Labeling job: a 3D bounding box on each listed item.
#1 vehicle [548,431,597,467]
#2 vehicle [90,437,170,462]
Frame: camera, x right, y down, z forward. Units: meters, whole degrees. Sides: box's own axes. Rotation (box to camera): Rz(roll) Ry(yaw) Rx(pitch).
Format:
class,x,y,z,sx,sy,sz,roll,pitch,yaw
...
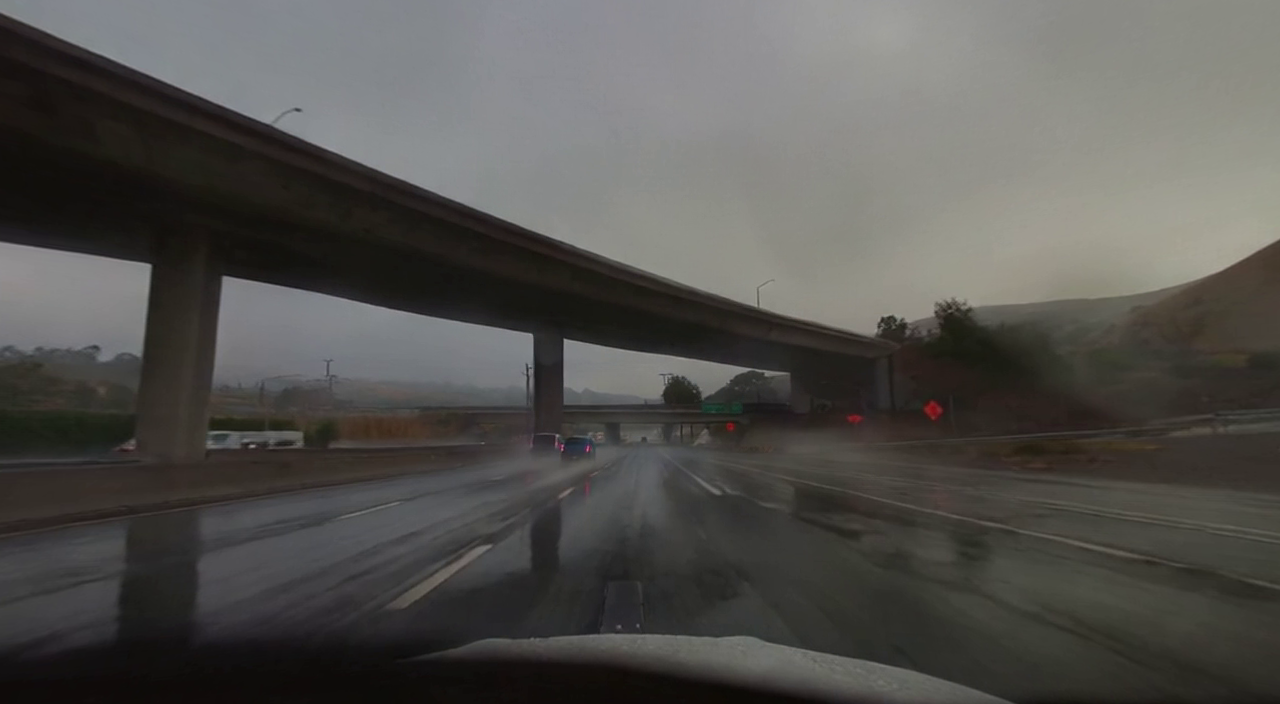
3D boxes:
class,x,y,z,sx,sy,sz,roll,pitch,yaw
vehicle,-3.696,5.465,35.579,2.144,1.847,4.850,-1,-8,1
vehicle,-34.144,6.525,42.302,1.753,1.537,4.193,-1,-8,2
